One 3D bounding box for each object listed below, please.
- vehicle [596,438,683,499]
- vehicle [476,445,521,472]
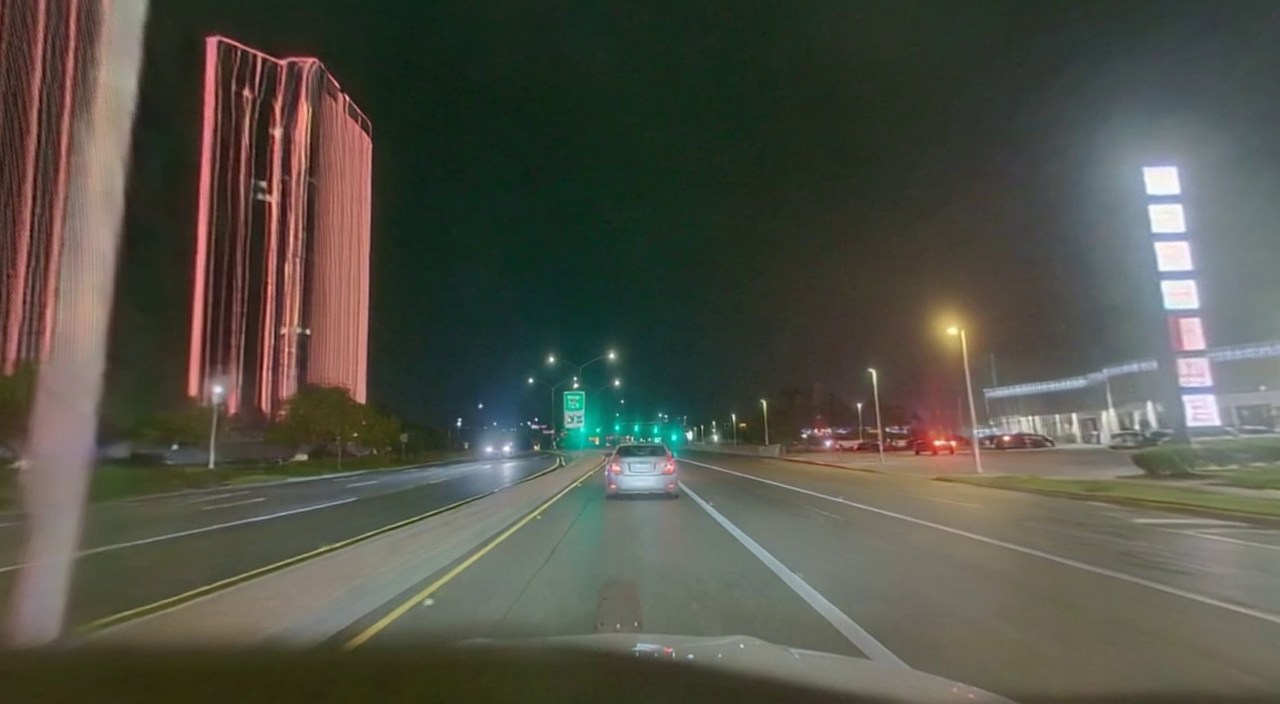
[{"bbox_3d":[-0.064,3.146,17.445,2.126,1.475,3.967,0,-8,-1],"label":"vehicle"},{"bbox_3d":[-9.274,6.991,41.564,1.903,1.476,4.395,-5,-8,-1],"label":"vehicle"}]
